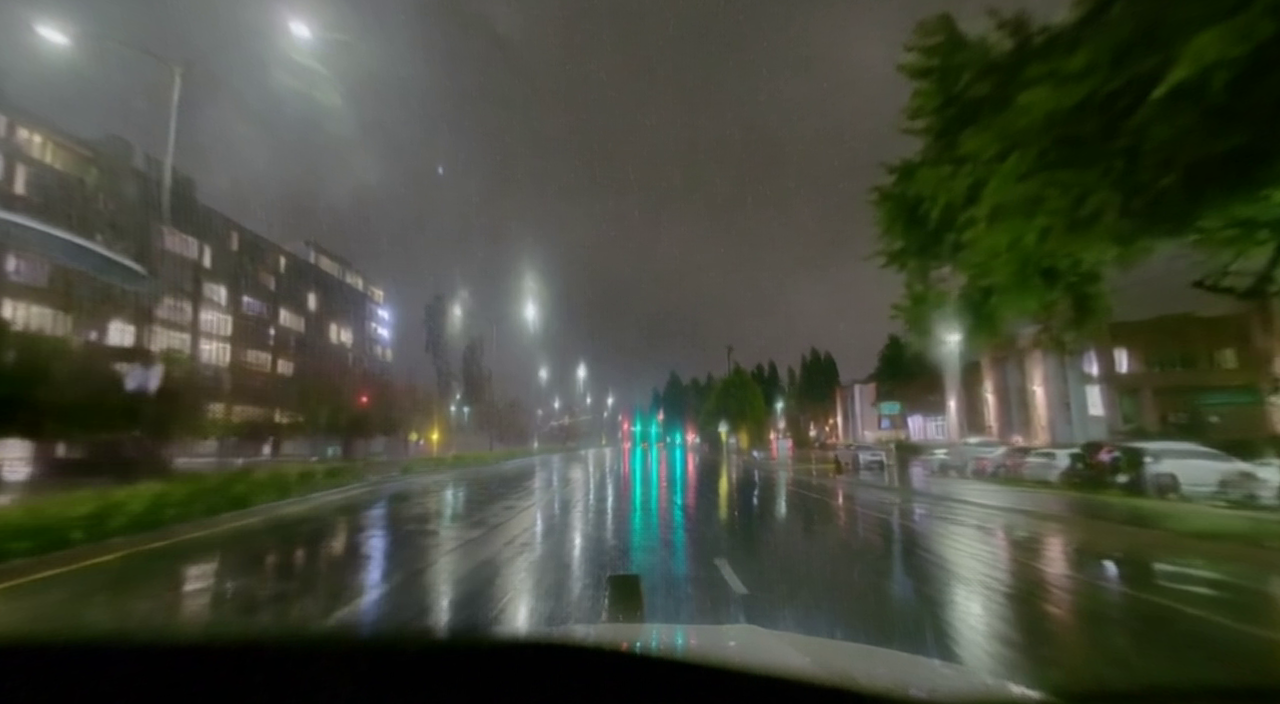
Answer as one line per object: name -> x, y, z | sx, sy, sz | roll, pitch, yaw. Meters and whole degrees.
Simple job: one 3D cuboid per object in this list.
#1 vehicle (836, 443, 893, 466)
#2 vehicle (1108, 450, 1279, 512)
vehicle -> 15.269, 7.014, 43.131 | 1.931, 1.475, 4.671 | 0, -9, -3
vehicle -> 14.803, 3.223, 15.954 | 4.227, 1.434, 2.031 | 0, -9, 0
